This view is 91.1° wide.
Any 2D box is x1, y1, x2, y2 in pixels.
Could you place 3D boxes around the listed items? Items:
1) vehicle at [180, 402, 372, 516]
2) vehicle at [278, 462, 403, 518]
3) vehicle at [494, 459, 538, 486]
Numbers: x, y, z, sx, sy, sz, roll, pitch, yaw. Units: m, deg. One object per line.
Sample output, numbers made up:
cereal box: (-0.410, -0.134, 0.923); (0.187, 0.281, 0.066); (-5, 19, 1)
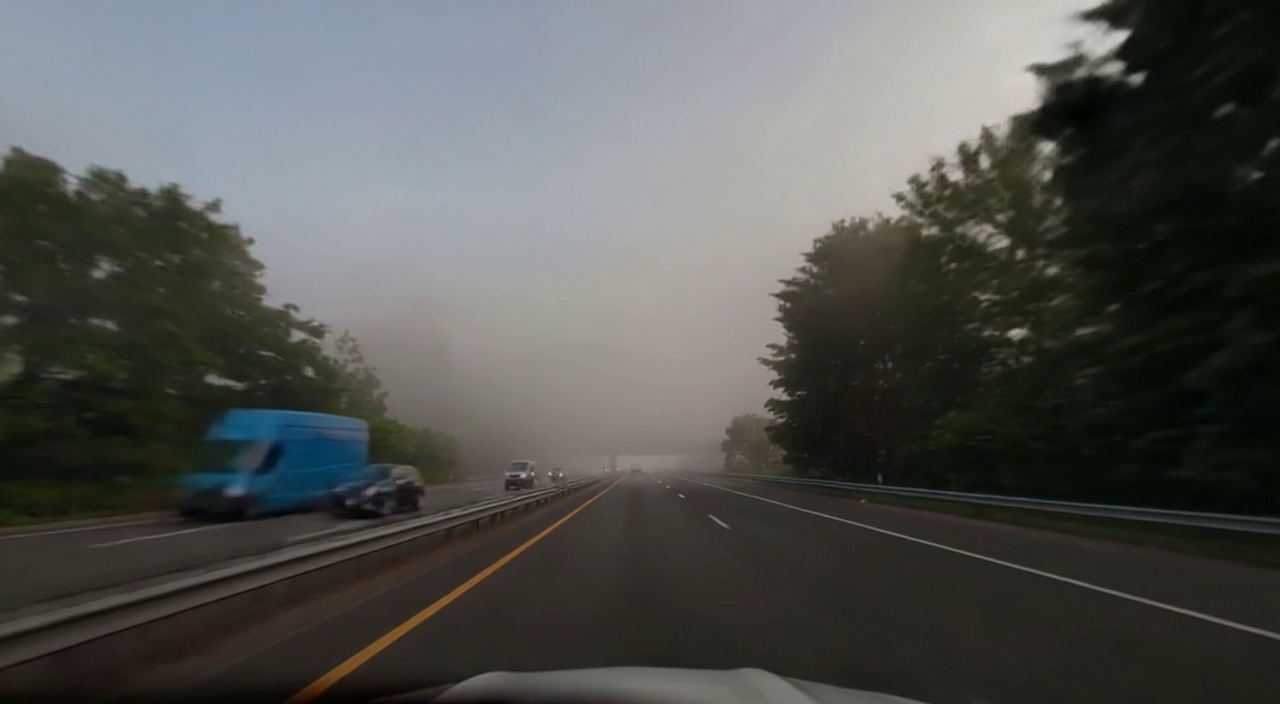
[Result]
vehicle: (-13.516, 4.167, 24.335); (2.994, 3.686, 7.146); (1, -10, 0)
vehicle: (-9.075, 4.209, 19.444); (1.919, 1.507, 3.887); (1, -10, 0)
vehicle: (-9.181, 8.988, 46.809); (2.250, 1.825, 4.768); (1, -10, 1)
